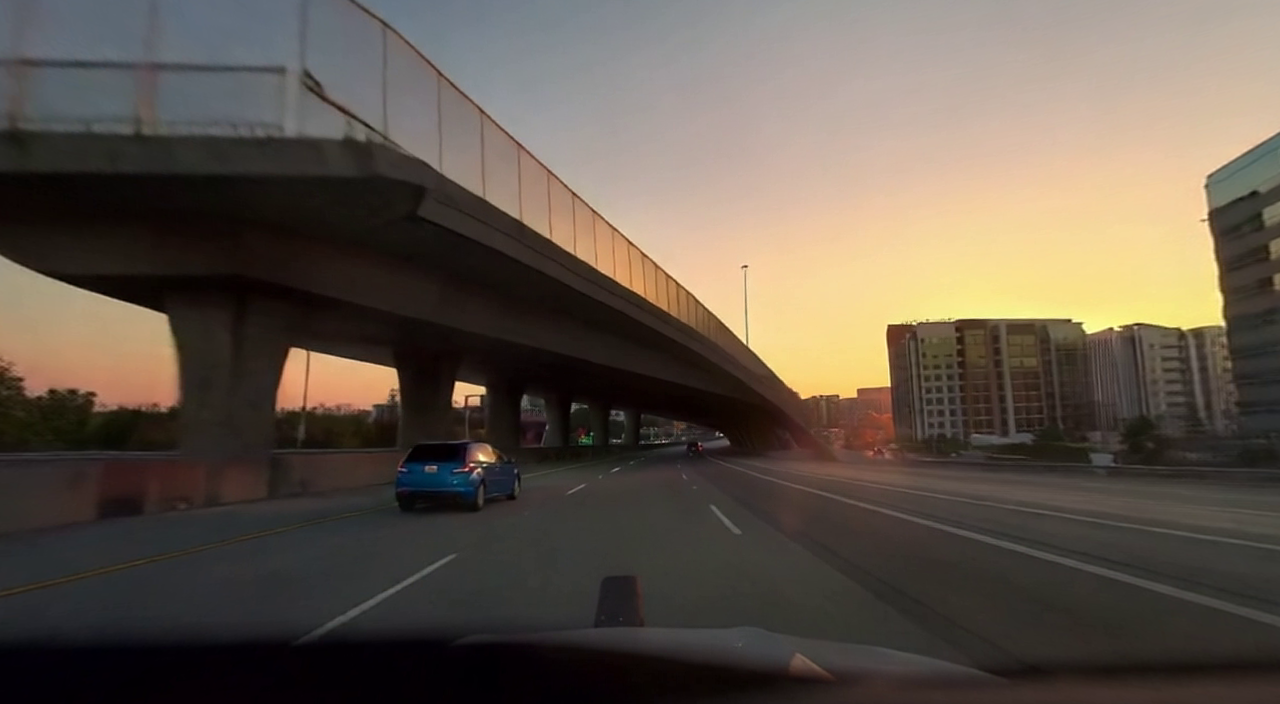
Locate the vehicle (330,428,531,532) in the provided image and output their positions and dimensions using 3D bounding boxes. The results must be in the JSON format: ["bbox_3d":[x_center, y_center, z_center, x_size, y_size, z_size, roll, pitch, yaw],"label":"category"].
[{"bbox_3d":[-3.606,2.313,12.042,2.087,1.566,4.756,0,-9,2],"label":"vehicle"}]
